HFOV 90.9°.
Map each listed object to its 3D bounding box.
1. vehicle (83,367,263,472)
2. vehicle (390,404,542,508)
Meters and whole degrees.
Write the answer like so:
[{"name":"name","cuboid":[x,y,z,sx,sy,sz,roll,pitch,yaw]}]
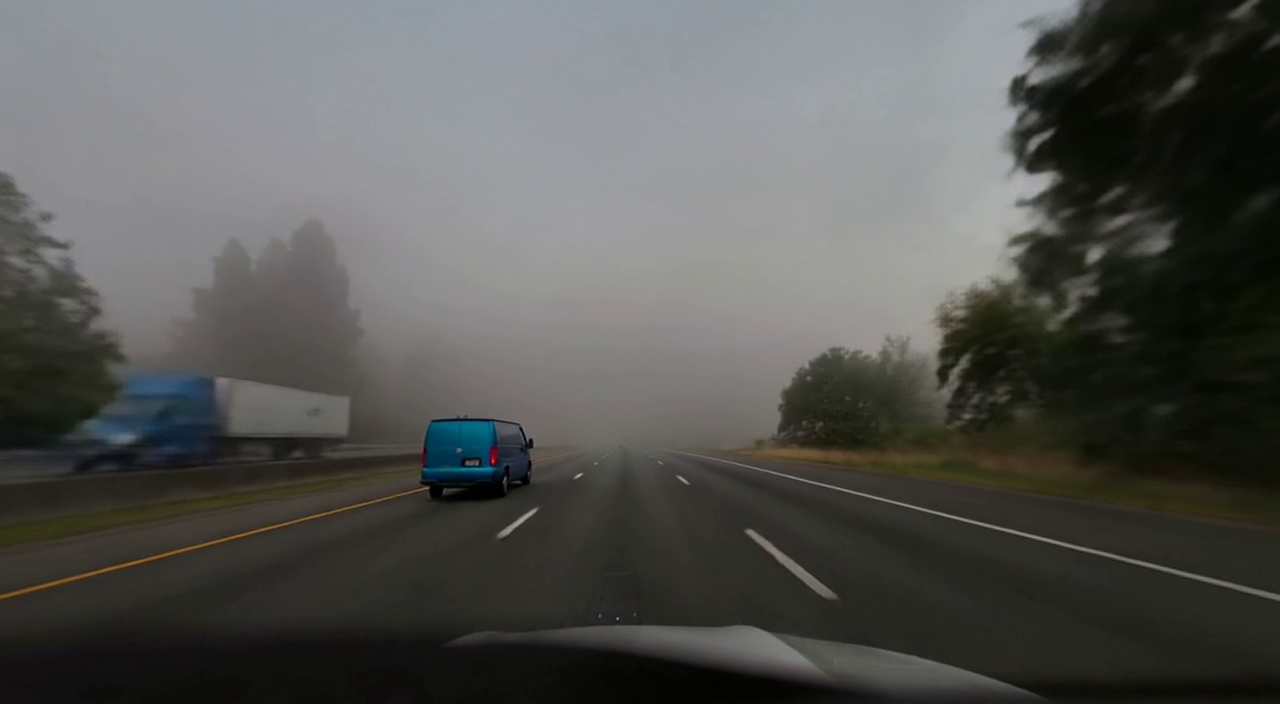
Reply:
[{"name":"vehicle","cuboid":[-19.955,3.010,27.532,3.062,4.064,6.154,0,-7,-1]},{"name":"vehicle","cuboid":[-3.781,2.349,14.744,2.297,2.011,4.736,0,-8,-2]}]
